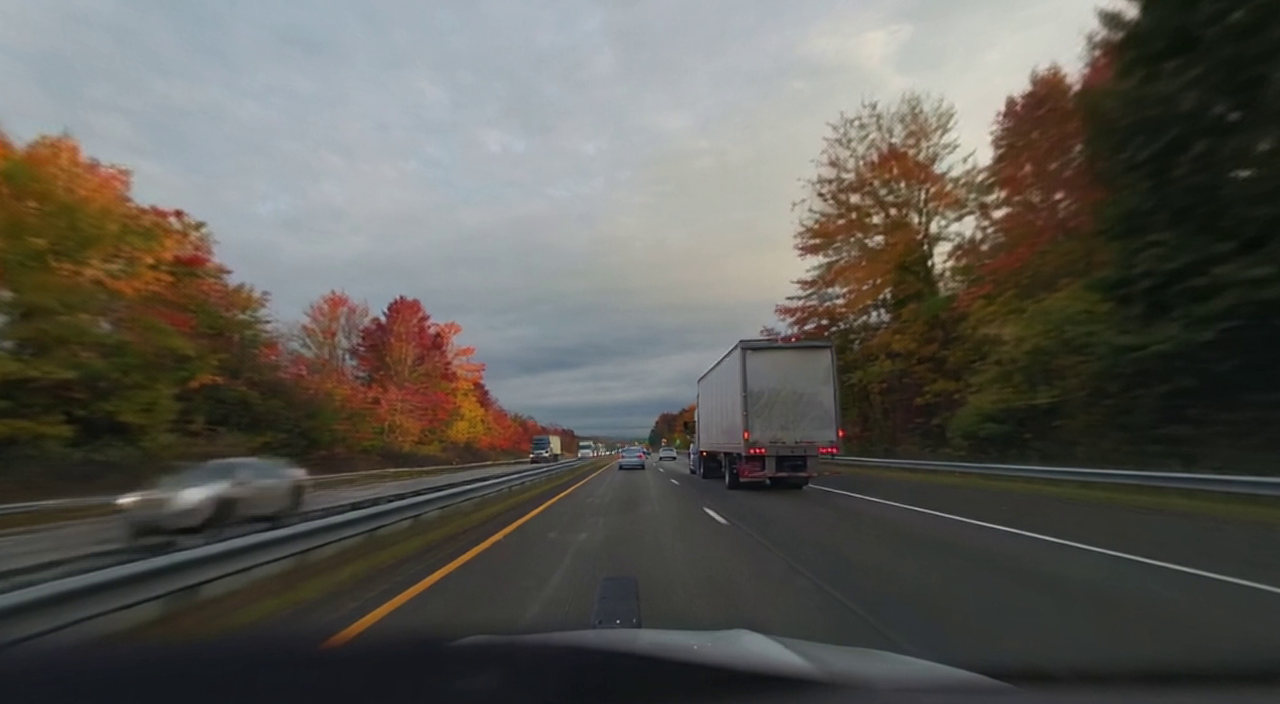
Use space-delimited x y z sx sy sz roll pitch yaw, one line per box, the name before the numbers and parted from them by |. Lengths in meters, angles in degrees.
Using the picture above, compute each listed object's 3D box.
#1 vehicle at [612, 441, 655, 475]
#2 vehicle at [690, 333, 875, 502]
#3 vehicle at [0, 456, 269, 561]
vehicle | -0.364 5.722 34.062 2.151 1.693 4.201 0 -9 -1
vehicle | 3.965 2.592 22.013 3.068 4.042 13.787 0 -9 -1
vehicle | -9.096 2.732 11.618 1.994 1.505 4.005 0 -9 -1
